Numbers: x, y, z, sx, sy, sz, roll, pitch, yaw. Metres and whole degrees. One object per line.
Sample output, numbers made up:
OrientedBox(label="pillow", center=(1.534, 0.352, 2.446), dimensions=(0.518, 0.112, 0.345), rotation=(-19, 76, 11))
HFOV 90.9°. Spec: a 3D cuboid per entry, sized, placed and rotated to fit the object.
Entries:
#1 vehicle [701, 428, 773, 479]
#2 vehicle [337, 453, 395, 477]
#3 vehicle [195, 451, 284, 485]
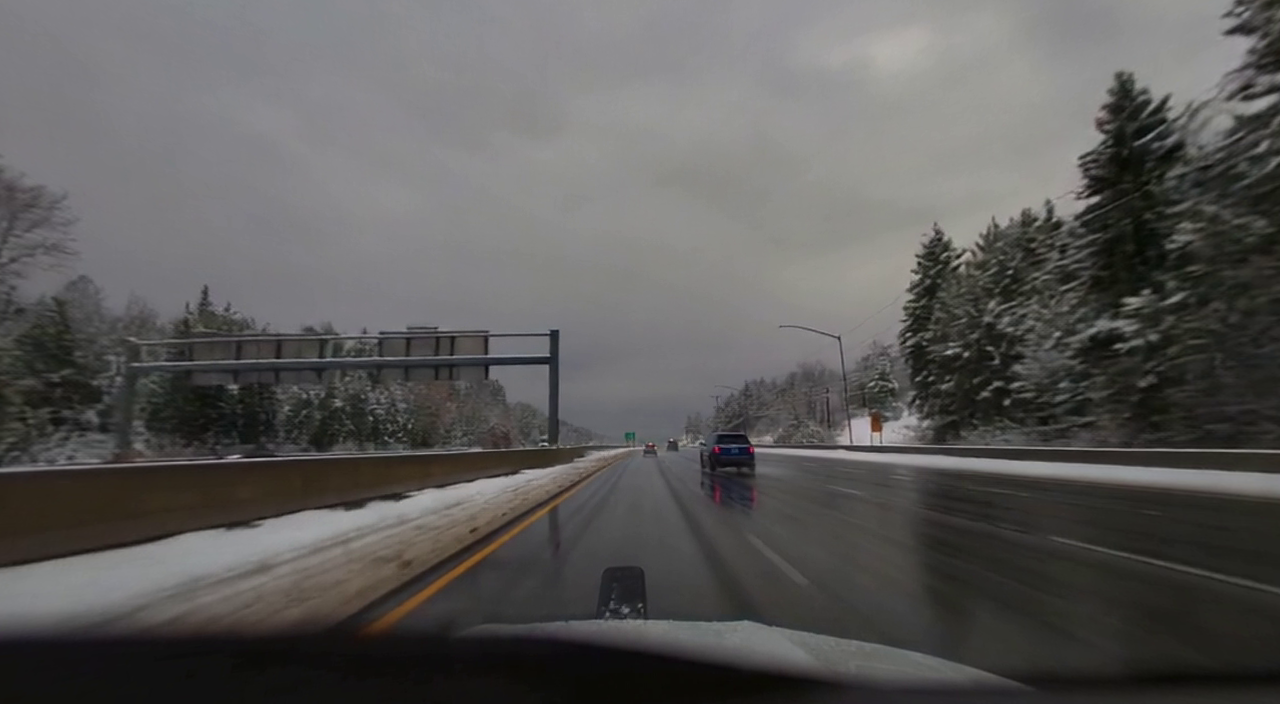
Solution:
OrientedBox(label="vehicle", center=(3.715, 3.986, 25.073), dimensions=(2.120, 1.832, 4.287), rotation=(0, -8, -1))
OrientedBox(label="vehicle", center=(-18.888, 7.790, 43.746), dimensions=(1.957, 1.474, 4.535), rotation=(0, -8, 1))
OrientedBox(label="vehicle", center=(-22.864, 6.612, 36.255), dimensions=(1.948, 1.729, 4.767), rotation=(0, -8, 1))
